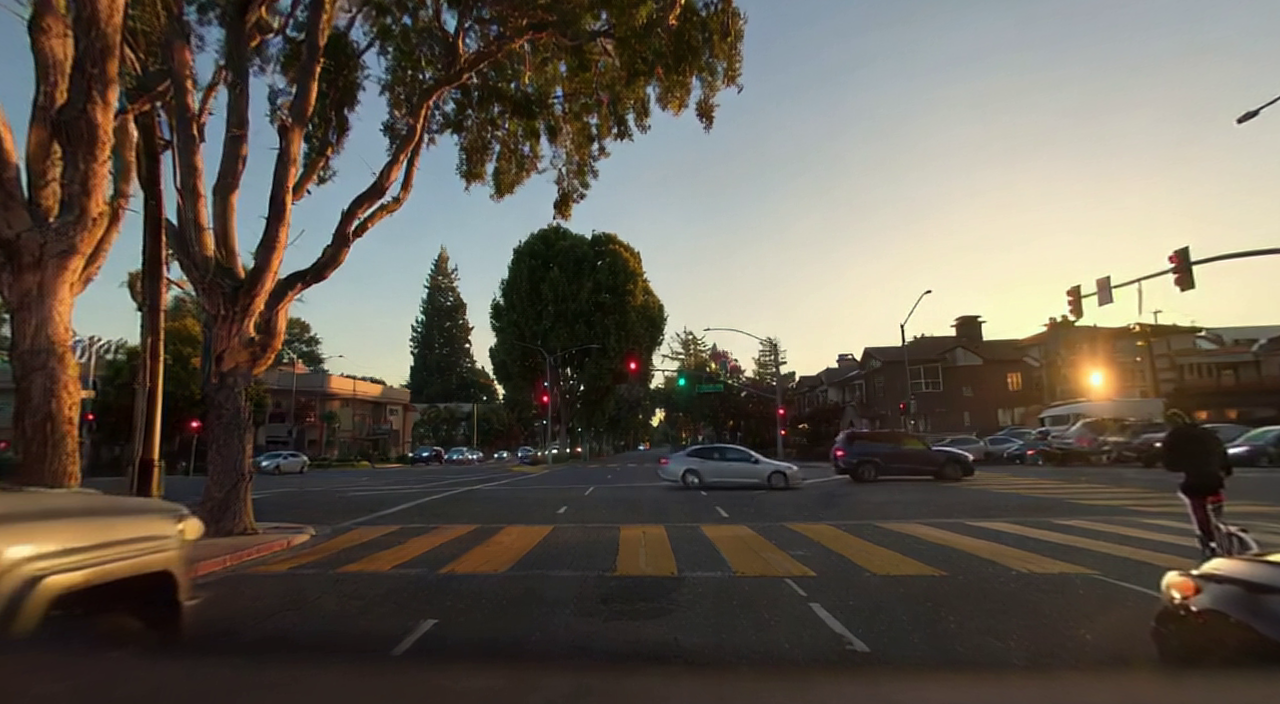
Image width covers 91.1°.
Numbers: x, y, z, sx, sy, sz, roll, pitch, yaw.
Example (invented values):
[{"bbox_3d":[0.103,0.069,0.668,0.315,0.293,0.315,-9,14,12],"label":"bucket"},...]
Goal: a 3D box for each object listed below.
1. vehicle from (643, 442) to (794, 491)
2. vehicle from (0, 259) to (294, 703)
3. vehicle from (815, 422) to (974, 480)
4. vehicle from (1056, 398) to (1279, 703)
[{"bbox_3d":[2.326,3.362,18.798,4.050,1.304,1.921,-5,-10,30],"label":"vehicle"},{"bbox_3d":[-3.259,0.523,1.274,2.231,1.898,4.985,0,-8,0],"label":"vehicle"},{"bbox_3d":[9.083,3.526,22.520,4.958,1.842,2.276,-5,-10,29],"label":"vehicle"},{"bbox_3d":[3.096,0.714,0.897,1.990,1.454,4.490,0,-8,1],"label":"vehicle"}]
